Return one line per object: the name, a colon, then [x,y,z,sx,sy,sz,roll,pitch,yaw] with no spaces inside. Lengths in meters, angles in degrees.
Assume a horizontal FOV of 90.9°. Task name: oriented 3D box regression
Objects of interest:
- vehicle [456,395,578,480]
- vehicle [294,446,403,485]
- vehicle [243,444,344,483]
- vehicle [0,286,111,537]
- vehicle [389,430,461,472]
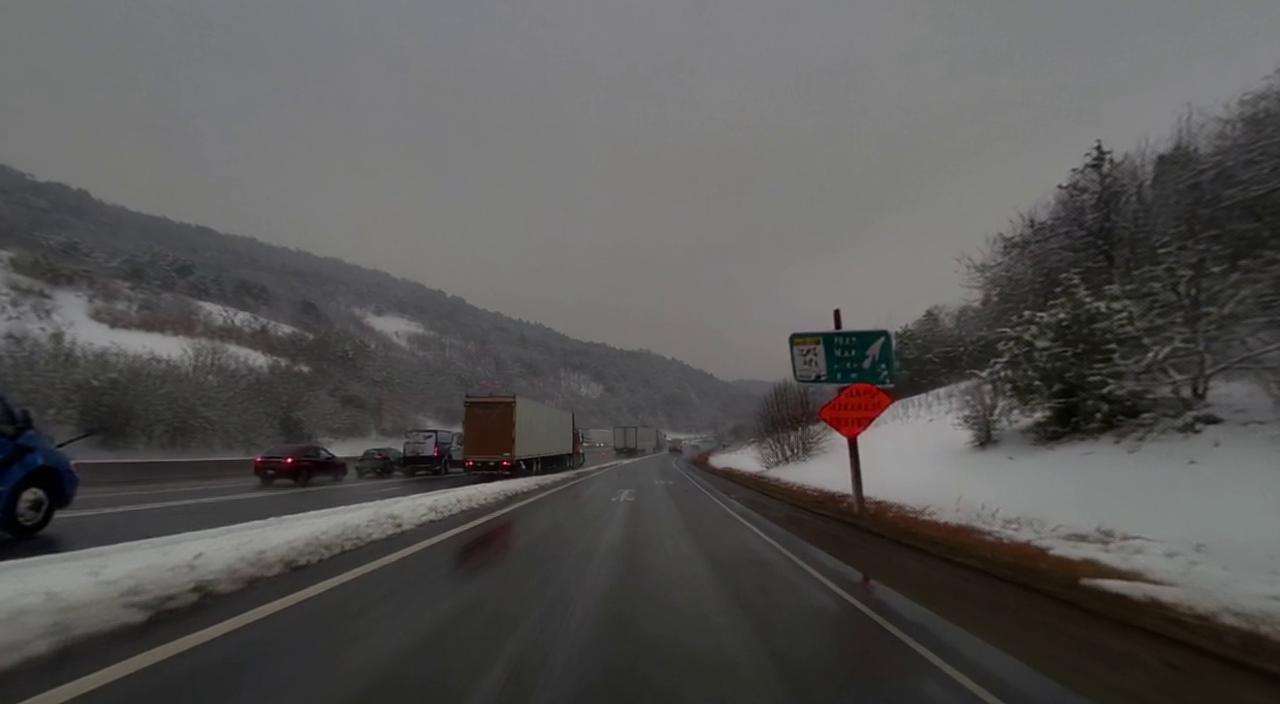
vehicle: [-6.642,5.219,37.599,2.848,4.067,14.314,-1,-9,7]
vehicle: [-12.442,4.873,27.337,1.925,1.493,4.864,-2,-9,8]
vehicle: [-16.124,5.182,29.579,1.943,1.662,4.283,-1,-9,6]
vehicle: [-11.285,0.714,8.321,2.960,3.757,5.799,-1,-9,7]
vehicle: [-14.253,6.644,42.138,2.264,2.596,5.494,-1,-9,7]
